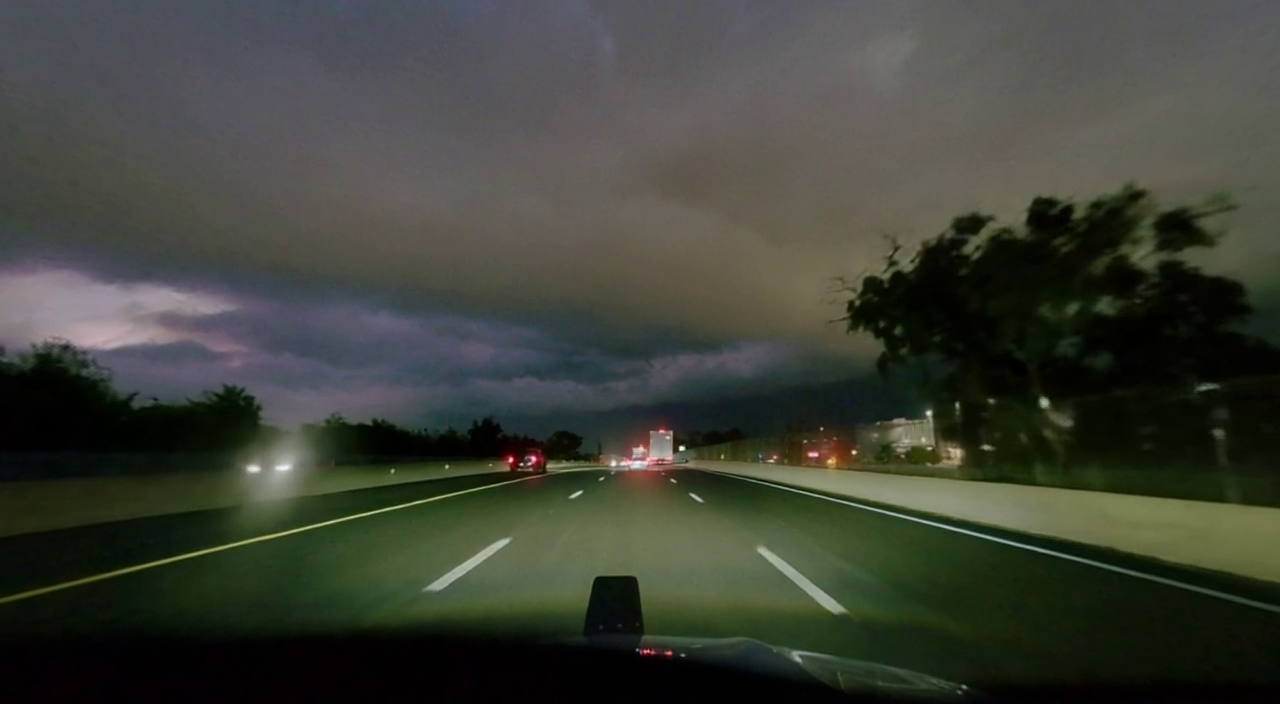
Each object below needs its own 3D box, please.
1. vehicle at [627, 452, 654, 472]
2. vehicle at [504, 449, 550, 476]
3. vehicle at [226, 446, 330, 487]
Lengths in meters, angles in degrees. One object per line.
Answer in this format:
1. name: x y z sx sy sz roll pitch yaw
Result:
1. vehicle: -0.005 8.631 49.495 2.033 1.465 3.775 0 -9 -1
2. vehicle: -7.398 7.272 41.707 2.123 1.671 4.579 0 -9 0
3. vehicle: -16.840 5.313 29.675 2.096 1.745 4.728 0 -9 0
